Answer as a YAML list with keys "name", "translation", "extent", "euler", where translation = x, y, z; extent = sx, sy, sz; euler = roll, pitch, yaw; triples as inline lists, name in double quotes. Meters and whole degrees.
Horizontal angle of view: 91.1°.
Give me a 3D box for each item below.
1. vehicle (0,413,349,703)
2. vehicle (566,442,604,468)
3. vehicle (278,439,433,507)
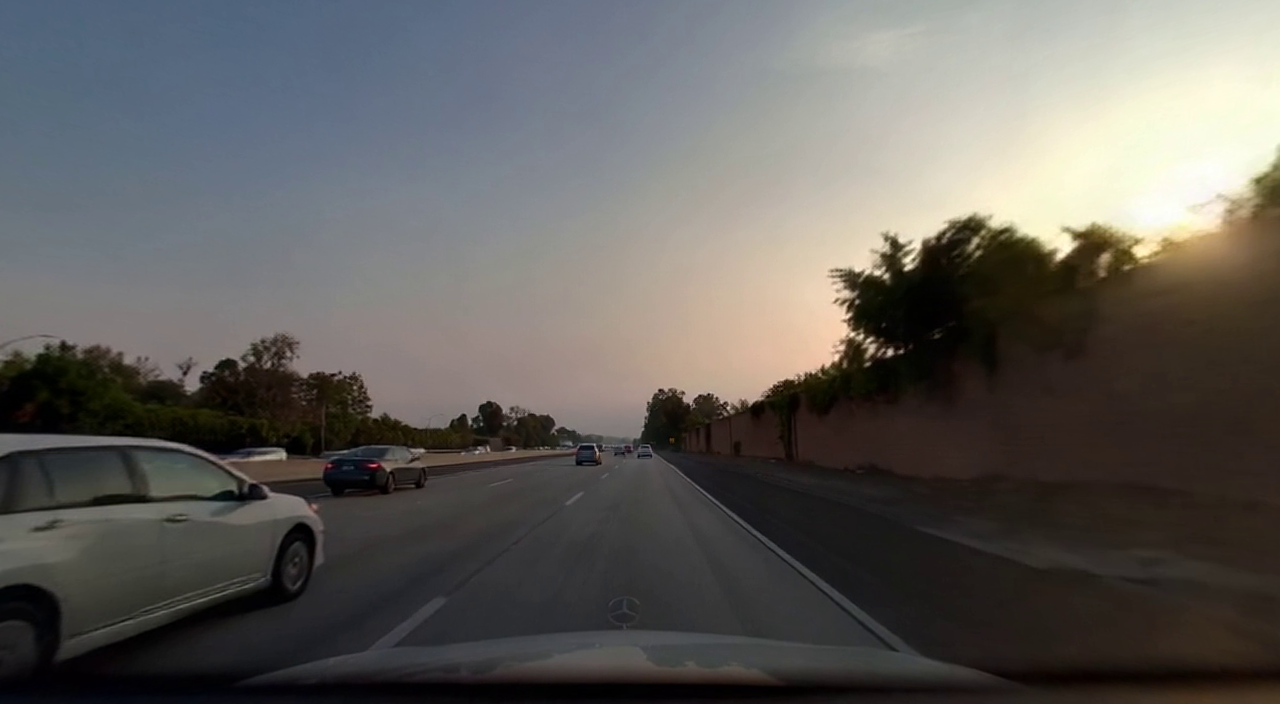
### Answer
- name: "vehicle"
  translation: [-3.756, 1.134, 3.501]
  extent: [1.945, 1.484, 4.803]
  euler: [0, -8, 0]
- name: "vehicle"
  translation: [-3.592, 6.863, 41.999]
  extent: [2.036, 1.636, 4.511]
  euler: [0, -8, 1]
- name: "vehicle"
  translation: [-7.050, 3.021, 16.143]
  extent: [1.942, 1.502, 4.216]
  euler: [0, -8, 1]
